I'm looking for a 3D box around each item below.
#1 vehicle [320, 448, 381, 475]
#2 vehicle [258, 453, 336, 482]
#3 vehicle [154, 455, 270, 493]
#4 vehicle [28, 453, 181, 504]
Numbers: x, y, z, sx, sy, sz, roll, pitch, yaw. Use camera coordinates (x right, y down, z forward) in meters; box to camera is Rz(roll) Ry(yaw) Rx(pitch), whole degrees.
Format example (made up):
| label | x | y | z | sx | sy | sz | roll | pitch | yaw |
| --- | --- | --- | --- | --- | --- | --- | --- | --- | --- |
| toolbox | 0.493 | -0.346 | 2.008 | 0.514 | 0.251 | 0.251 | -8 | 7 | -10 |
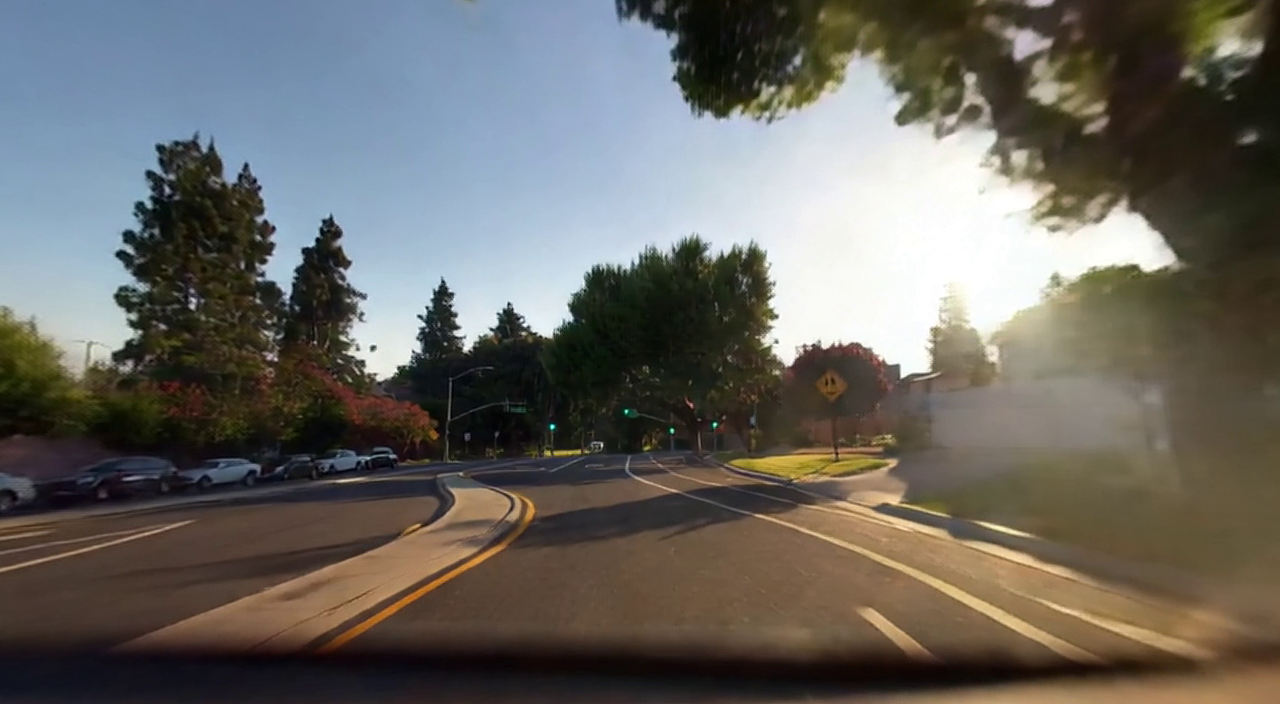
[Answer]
| label | x | y | z | sx | sy | sz | roll | pitch | yaw |
| --- | --- | --- | --- | --- | --- | --- | --- | --- | --- |
| vehicle | -20.956 | 7.917 | 45.878 | 2.148 | 1.856 | 4.632 | 0 | -8 | 2 |
| vehicle | -20.992 | 7.057 | 38.859 | 1.883 | 1.506 | 4.863 | 1 | -8 | 2 |
| vehicle | -21.207 | 6.041 | 31.593 | 1.954 | 1.575 | 5.225 | 0 | -8 | 3 |
| vehicle | -21.454 | 5.034 | 25.589 | 1.974 | 1.704 | 4.628 | 1 | -8 | 2 |
